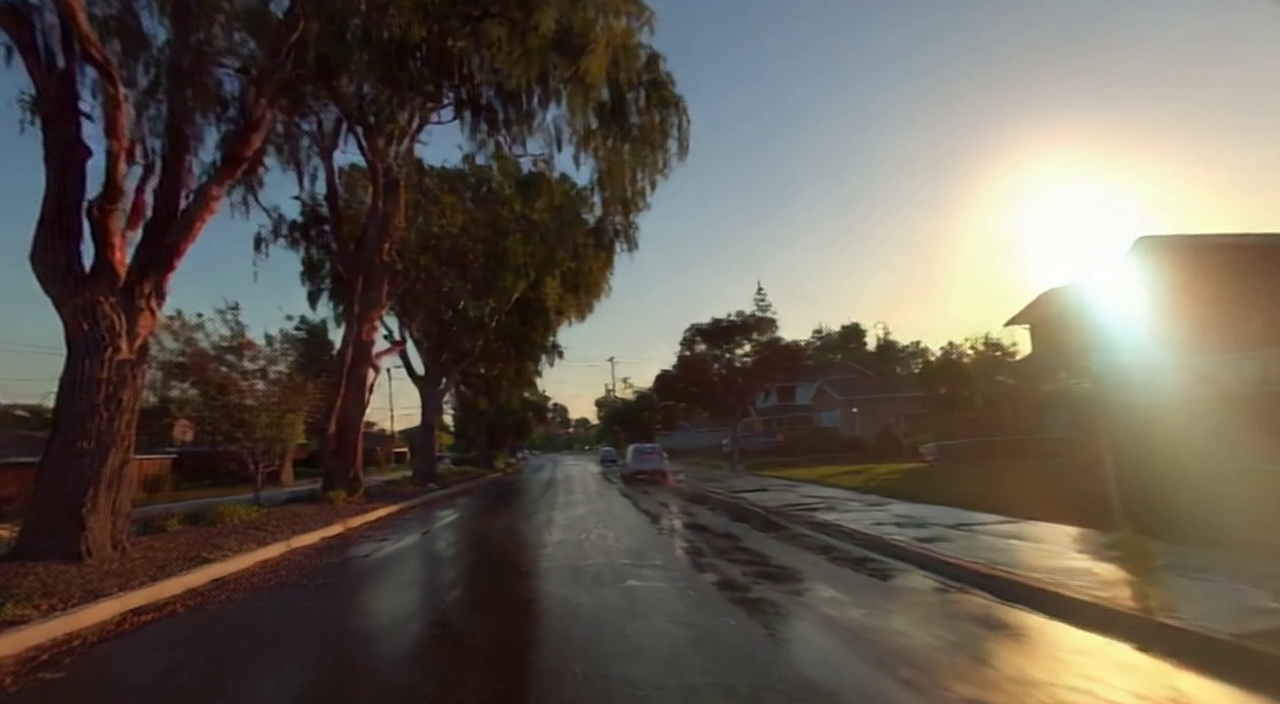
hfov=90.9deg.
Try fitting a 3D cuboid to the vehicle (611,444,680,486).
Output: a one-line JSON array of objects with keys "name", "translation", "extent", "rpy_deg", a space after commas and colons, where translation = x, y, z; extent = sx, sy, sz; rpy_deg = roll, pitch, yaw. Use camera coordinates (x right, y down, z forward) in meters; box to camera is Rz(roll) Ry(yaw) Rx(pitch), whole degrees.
[{"name": "vehicle", "translation": [0.125, 4.492, 25.528], "extent": [1.979, 1.524, 4.578], "rpy_deg": [1, -8, -10]}]

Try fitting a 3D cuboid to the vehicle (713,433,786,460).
[{"name": "vehicle", "translation": [6.396, 5.532, 37.025], "extent": [3.827, 1.512, 1.855], "rpy_deg": [1, -8, -8]}]
